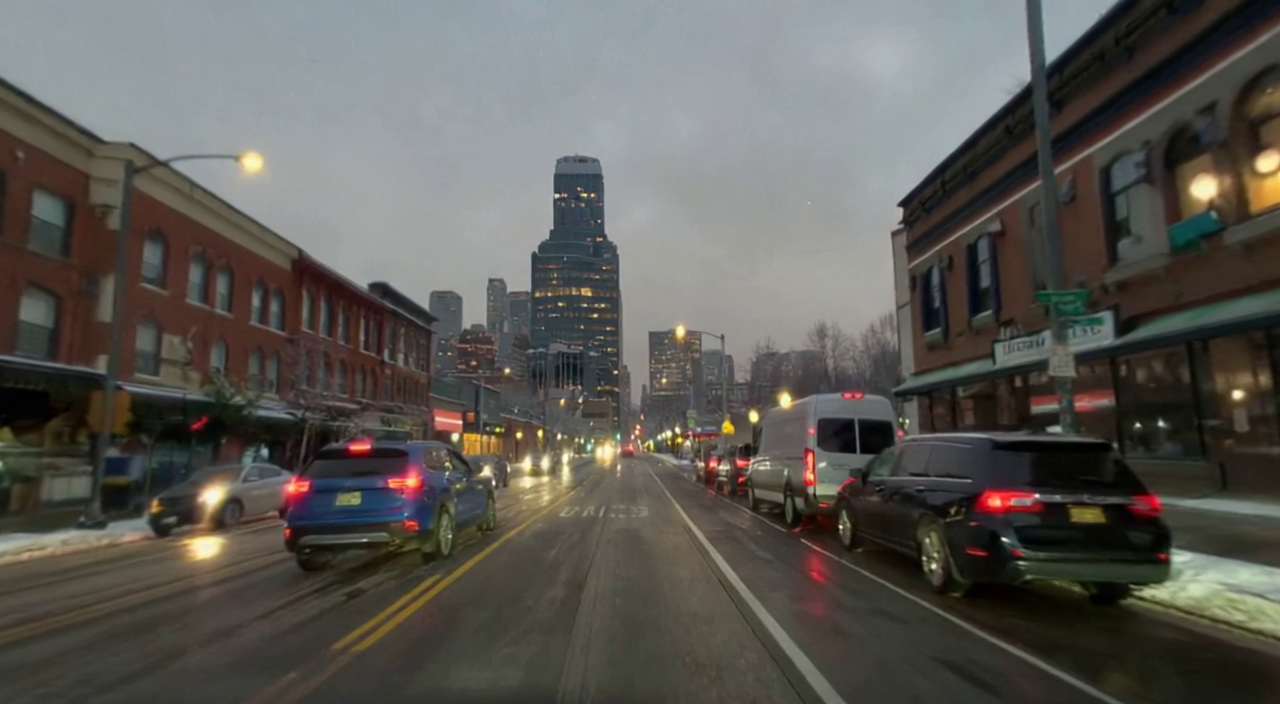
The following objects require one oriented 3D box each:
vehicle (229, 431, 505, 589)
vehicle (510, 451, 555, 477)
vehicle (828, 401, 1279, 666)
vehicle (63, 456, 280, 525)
[{"bbox_3d":[-3.246,1.930,8.666,2.024,1.579,4.300,0,-8,-3],"label":"vehicle"},{"bbox_3d":[-6.720,7.034,39.991,1.993,1.484,4.812,0,-8,0],"label":"vehicle"},{"bbox_3d":[3.926,1.614,6.923,2.040,1.790,5.044,0,-8,-1],"label":"vehicle"},{"bbox_3d":[-13.847,4.083,19.076,4.676,1.807,2.106,2,-9,-15],"label":"vehicle"}]
